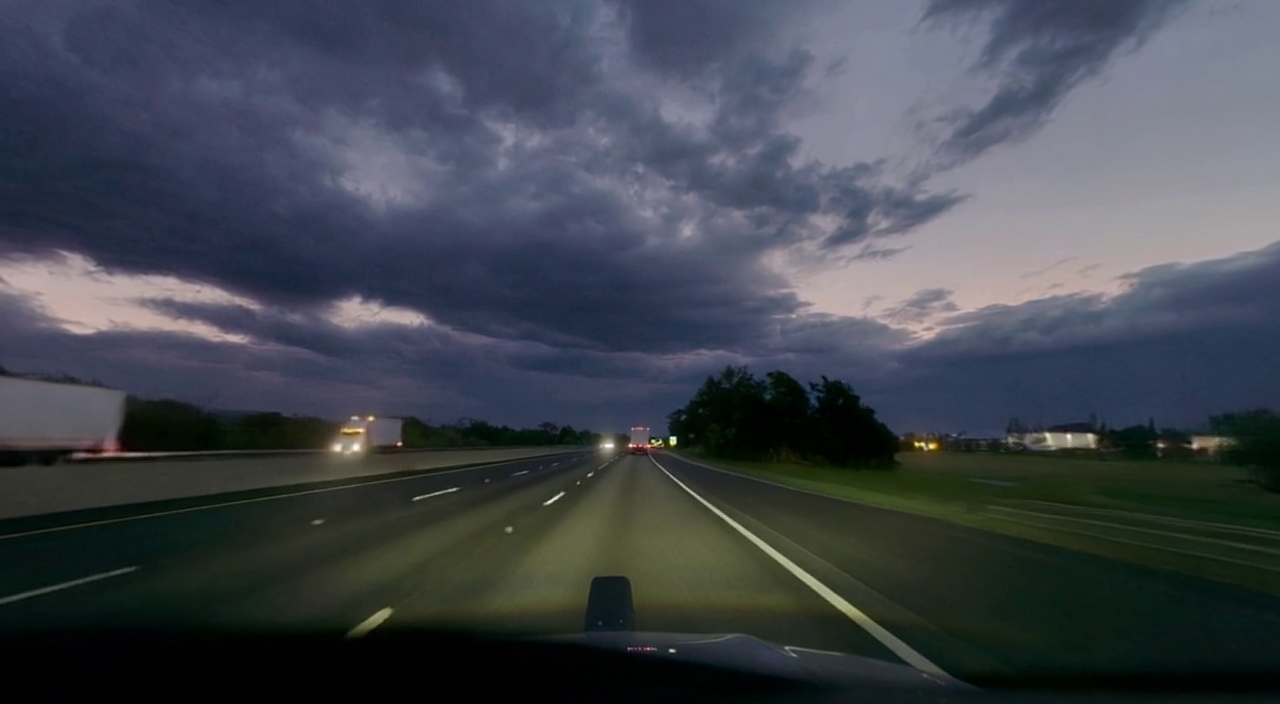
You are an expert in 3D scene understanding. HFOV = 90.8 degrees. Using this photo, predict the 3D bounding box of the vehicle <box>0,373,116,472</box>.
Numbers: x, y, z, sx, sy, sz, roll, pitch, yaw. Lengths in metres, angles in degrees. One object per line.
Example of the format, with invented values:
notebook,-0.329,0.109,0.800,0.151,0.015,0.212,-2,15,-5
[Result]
vehicle,-25.065,2.316,21.358,3.095,3.605,13.571,0,-9,0
